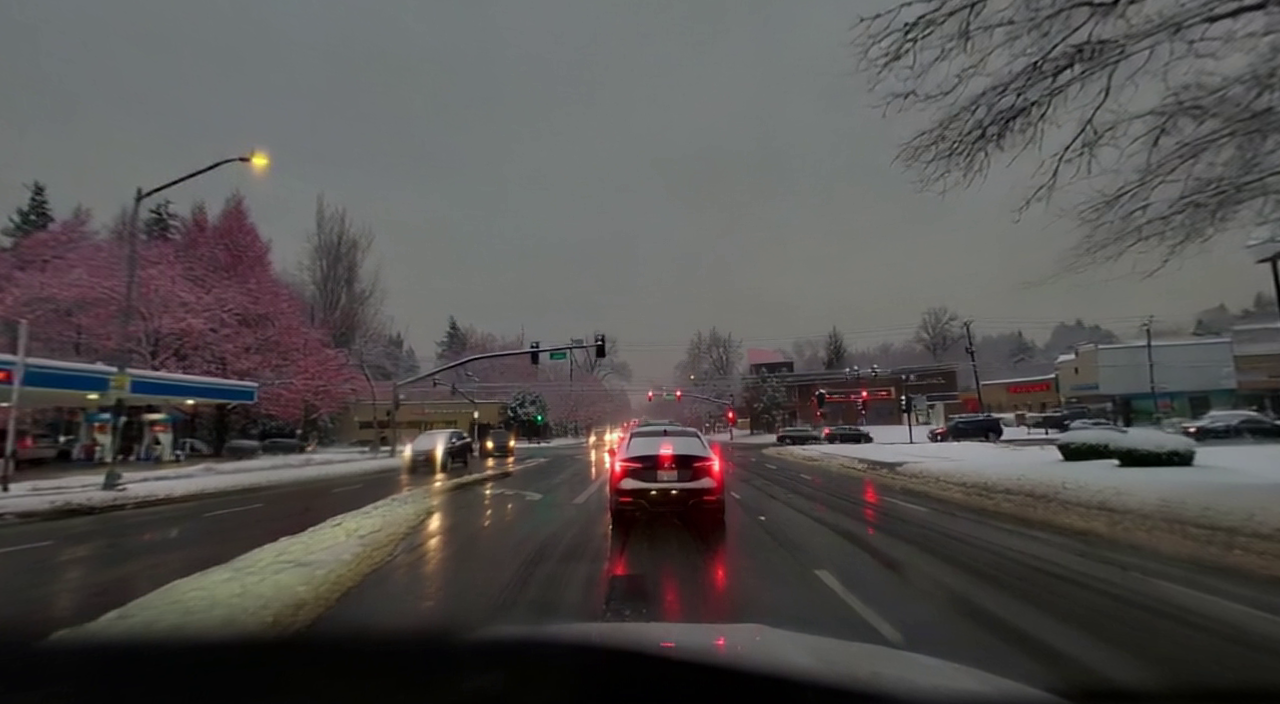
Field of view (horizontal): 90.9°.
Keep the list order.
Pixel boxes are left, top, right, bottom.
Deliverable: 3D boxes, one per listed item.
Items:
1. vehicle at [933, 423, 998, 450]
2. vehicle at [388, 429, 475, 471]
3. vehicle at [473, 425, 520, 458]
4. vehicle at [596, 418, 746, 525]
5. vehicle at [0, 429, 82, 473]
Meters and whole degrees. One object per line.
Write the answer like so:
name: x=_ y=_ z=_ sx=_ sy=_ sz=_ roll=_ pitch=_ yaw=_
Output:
vehicle: x=19.921 y=5.187 z=38.519 sx=4.091 sy=1.495 sz=2.053 roll=7 pitch=-11 yaw=-41
vehicle: x=-8.937 y=4.251 z=27.448 sx=2.108 sy=1.671 sz=4.535 roll=0 pitch=-8 yaw=2
vehicle: x=-9.749 y=6.058 z=42.549 sx=2.378 sy=2.084 sz=5.225 roll=3 pitch=-9 yaw=-19
vehicle: x=0.487 y=1.977 z=10.964 sx=2.112 sy=1.482 sz=4.057 roll=0 pitch=-8 yaw=2
vehicle: x=-27.280 y=4.237 z=27.019 sx=1.946 sy=1.816 sz=4.792 roll=-1 pitch=-8 yaw=7
